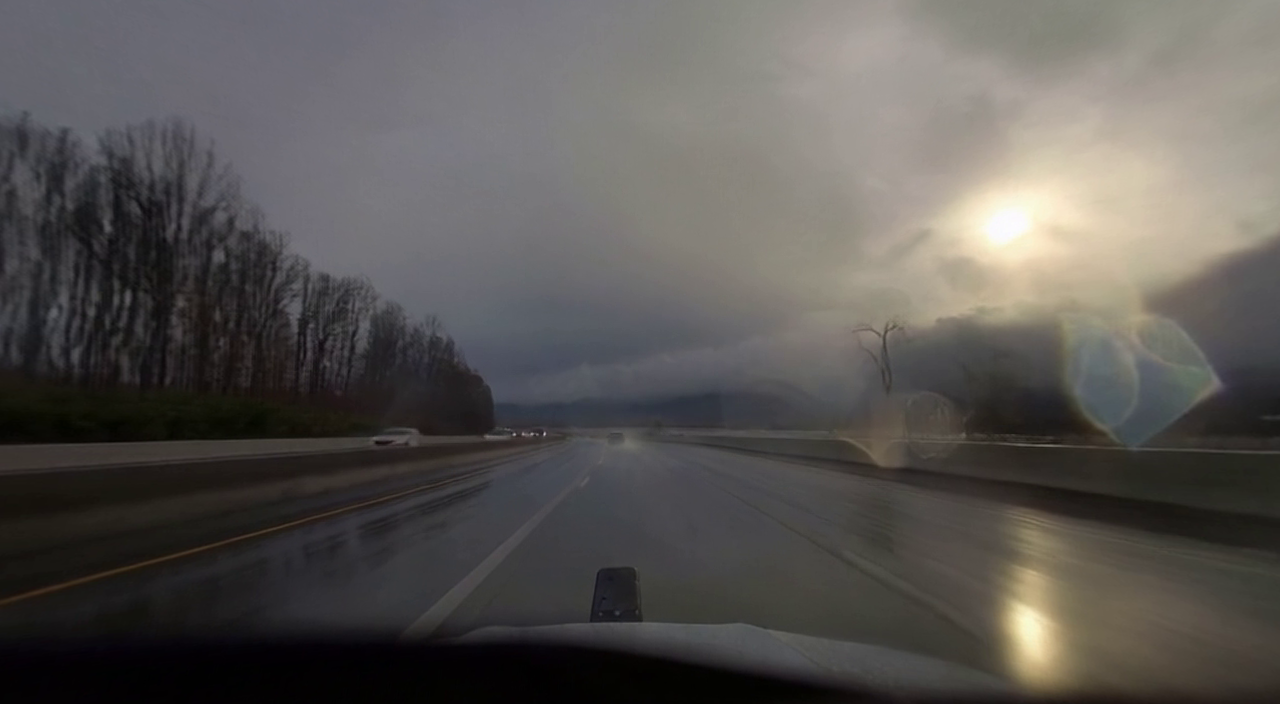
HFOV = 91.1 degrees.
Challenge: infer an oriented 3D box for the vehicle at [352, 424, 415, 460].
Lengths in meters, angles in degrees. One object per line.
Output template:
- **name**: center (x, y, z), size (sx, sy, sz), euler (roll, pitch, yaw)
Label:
- **vehicle**: center (-15.365, 5.427, 37.978), size (1.899, 1.991, 4.610), euler (0, -8, -1)
